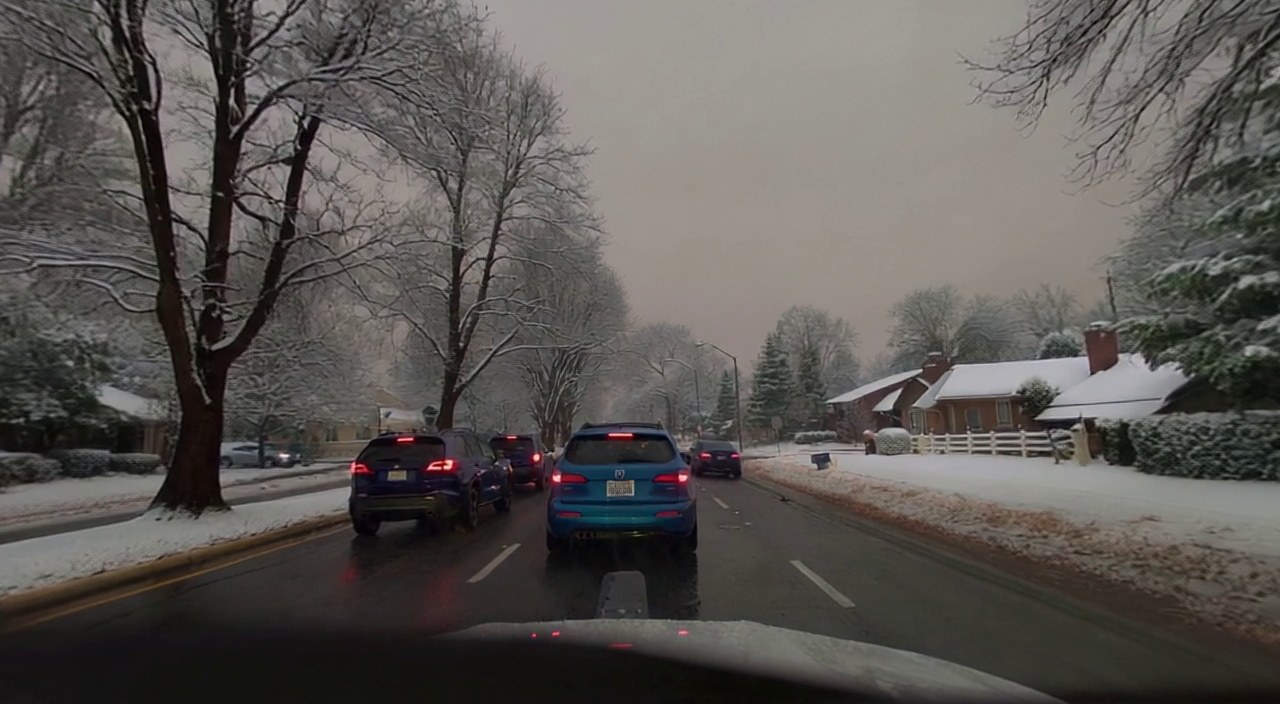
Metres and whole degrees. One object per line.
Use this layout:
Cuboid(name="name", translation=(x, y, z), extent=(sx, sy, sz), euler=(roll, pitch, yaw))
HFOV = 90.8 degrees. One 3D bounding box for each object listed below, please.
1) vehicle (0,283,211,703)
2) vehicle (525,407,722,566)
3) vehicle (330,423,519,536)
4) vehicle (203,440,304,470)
Cuboid(name="vehicle", translation=(-3.522, 0.519, 0.977), extent=(2.304, 1.928, 4.833), euler=(0, -8, 0))
Cuboid(name="vehicle", translation=(-0.194, 1.750, 8.898), extent=(2.112, 1.693, 4.058), euler=(0, -8, 0))
Cuboid(name="vehicle", translation=(-3.658, 2.237, 11.680), extent=(1.948, 1.668, 4.279), euler=(0, -8, 0))
Cuboid(name="vehicle", translation=(-28.500, 7.602, 46.859), extent=(5.856, 2.096, 2.481), euler=(3, -9, -18))
